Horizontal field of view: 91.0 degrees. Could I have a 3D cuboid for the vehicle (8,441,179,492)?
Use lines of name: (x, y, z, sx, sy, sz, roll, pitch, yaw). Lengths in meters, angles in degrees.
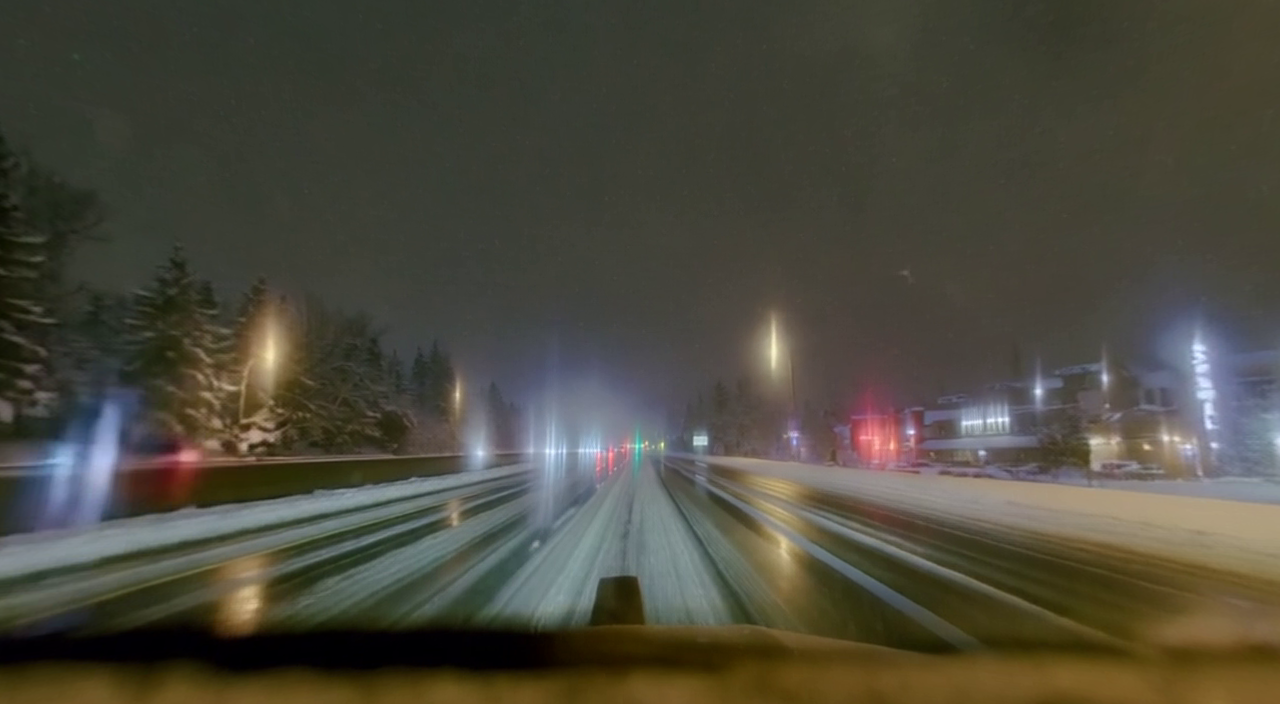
vehicle: (-23.710, 4.965, 27.784, 2.317, 1.961, 5.761, 0, -9, 0)
